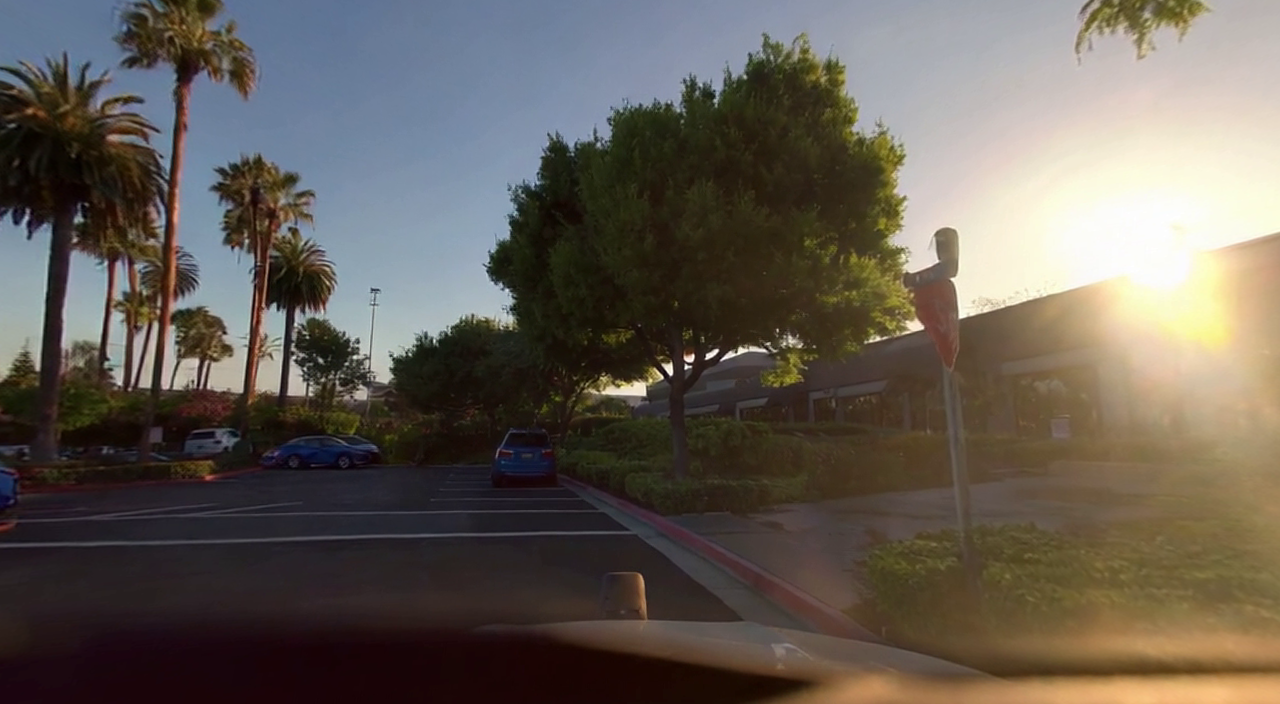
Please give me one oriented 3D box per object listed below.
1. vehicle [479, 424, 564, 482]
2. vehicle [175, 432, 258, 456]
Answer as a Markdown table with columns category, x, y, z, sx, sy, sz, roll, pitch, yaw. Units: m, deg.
| category | x | y | z | sx | sy | sz | roll | pitch | yaw |
| --- | --- | --- | --- | --- | --- | --- | --- | --- | --- |
| vehicle | -4.016 | 3.300 | 20.834 | 2.071 | 1.700 | 4.367 | 3 | -9 | -19 |
| vehicle | -28.365 | 6.199 | 42.479 | 4.457 | 1.552 | 1.748 | 5 | -10 | -32 |
